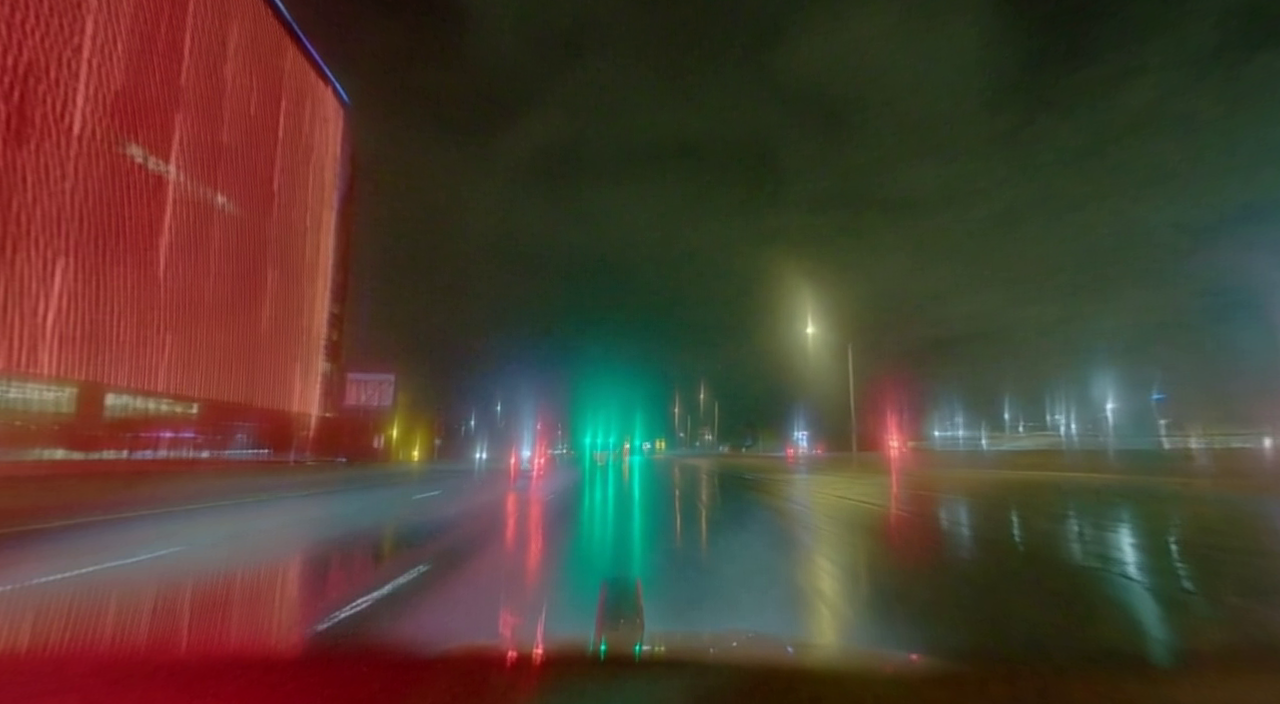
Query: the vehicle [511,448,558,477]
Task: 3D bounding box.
[{"bbox_3d":[-5.830,6.134,35.335,1.943,1.510,4.201,0,-9,-1],"label":"vehicle"}]
